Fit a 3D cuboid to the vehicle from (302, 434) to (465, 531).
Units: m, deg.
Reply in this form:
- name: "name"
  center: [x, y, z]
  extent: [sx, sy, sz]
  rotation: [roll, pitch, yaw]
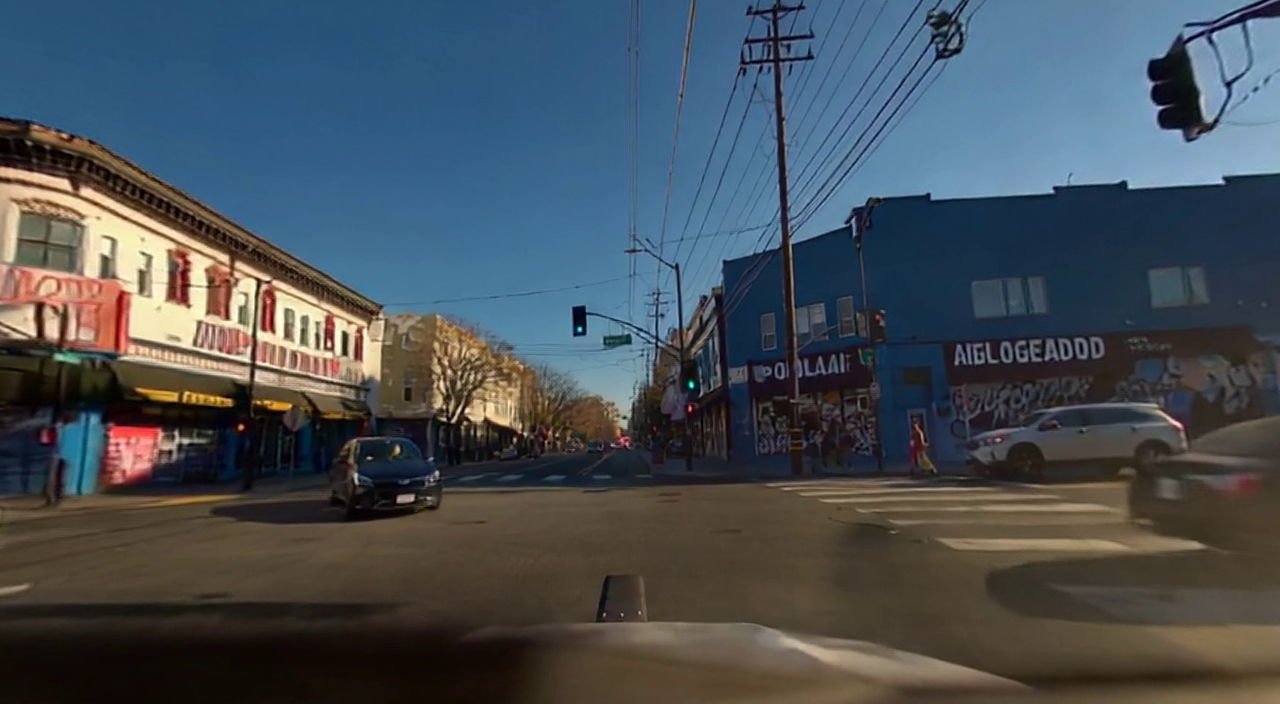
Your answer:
- name: "vehicle"
  center: [-5.077, 2.350, 12.124]
  extent: [2.097, 1.457, 4.439]
  rotation: [5, -10, -31]

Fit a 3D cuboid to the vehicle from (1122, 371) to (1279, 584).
- name: "vehicle"
  center: [7.399, 1.096, 5.718]
  extent: [4.714, 1.686, 1.973]
  rotation: [1, -8, -9]

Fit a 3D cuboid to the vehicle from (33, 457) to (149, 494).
- name: "vehicle"
  center: [-23.518, 5.285, 27.156]
  extent: [3.360, 1.392, 1.674]
  rotation: [-1, -9, -1]
